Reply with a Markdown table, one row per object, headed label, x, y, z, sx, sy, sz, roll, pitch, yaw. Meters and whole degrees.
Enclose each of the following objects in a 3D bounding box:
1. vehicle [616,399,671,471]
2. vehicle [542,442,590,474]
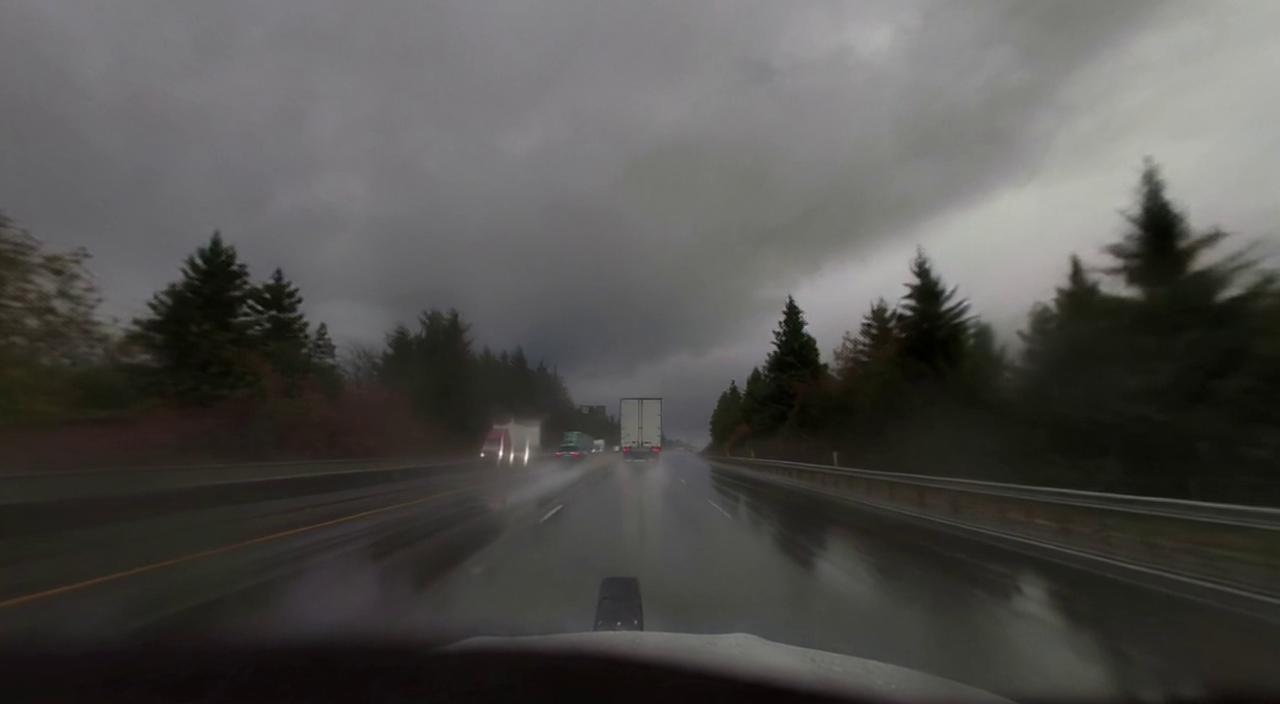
| label | x | y | z | sx | sy | sz | roll | pitch | yaw |
| --- | --- | --- | --- | --- | --- | --- | --- | --- | --- |
| vehicle | 0.164 | 5.590 | 41.328 | 3.100 | 4.091 | 10.664 | 0 | -9 | 0 |
| vehicle | -3.992 | 5.810 | 34.609 | 2.112 | 1.645 | 4.129 | 0 | -9 | 0 |
